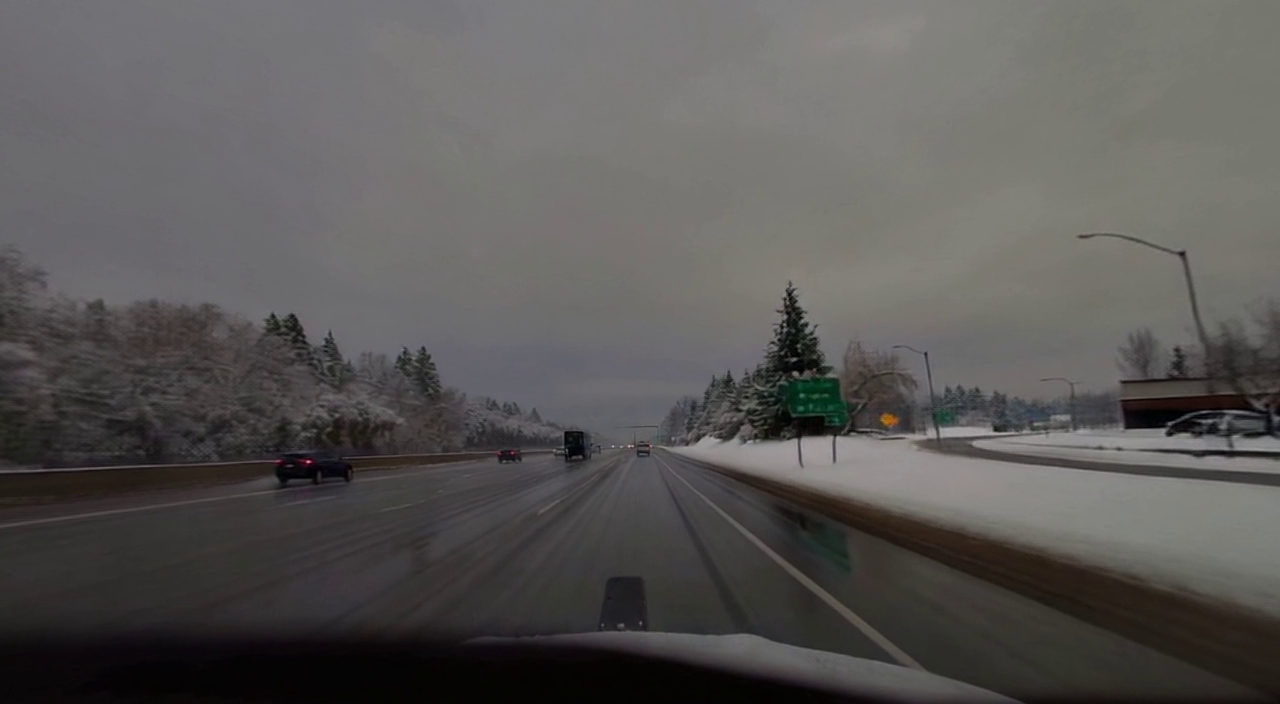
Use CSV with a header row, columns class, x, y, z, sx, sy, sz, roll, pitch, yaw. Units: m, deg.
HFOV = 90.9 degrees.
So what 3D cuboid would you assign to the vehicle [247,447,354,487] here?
class,x,y,z,sx,sy,sz,roll,pitch,yaw
vehicle,-14.095,4.761,26.537,1.988,1.477,4.442,0,-8,1
